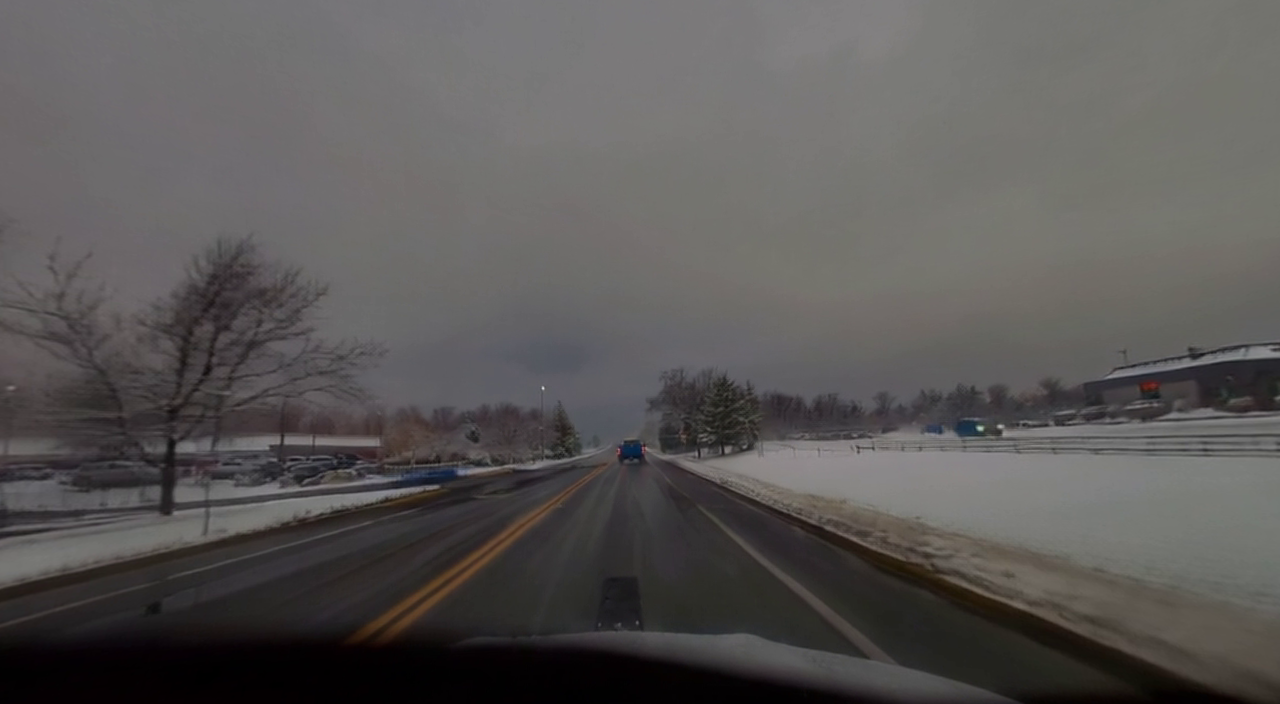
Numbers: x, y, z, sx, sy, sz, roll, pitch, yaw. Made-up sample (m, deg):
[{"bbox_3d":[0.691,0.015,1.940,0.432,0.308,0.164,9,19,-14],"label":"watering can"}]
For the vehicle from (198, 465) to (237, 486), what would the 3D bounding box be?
[{"bbox_3d":[-32.110,9.350,47.955,1.747,1.468,3.972,7,-13,-42],"label":"vehicle"}]

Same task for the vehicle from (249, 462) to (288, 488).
[{"bbox_3d":[-27.909,9.183,47.406,1.930,1.718,4.438,6,-11,-36],"label":"vehicle"}]

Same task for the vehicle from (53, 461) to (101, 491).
[{"bbox_3d":[-37.910,8.312,42.628,2.047,1.746,4.461,7,-11,-38],"label":"vehicle"}]

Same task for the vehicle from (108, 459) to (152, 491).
[{"bbox_3d":[-34.597,8.301,42.891,2.050,1.938,4.789,7,-11,-38],"label":"vehicle"}]
